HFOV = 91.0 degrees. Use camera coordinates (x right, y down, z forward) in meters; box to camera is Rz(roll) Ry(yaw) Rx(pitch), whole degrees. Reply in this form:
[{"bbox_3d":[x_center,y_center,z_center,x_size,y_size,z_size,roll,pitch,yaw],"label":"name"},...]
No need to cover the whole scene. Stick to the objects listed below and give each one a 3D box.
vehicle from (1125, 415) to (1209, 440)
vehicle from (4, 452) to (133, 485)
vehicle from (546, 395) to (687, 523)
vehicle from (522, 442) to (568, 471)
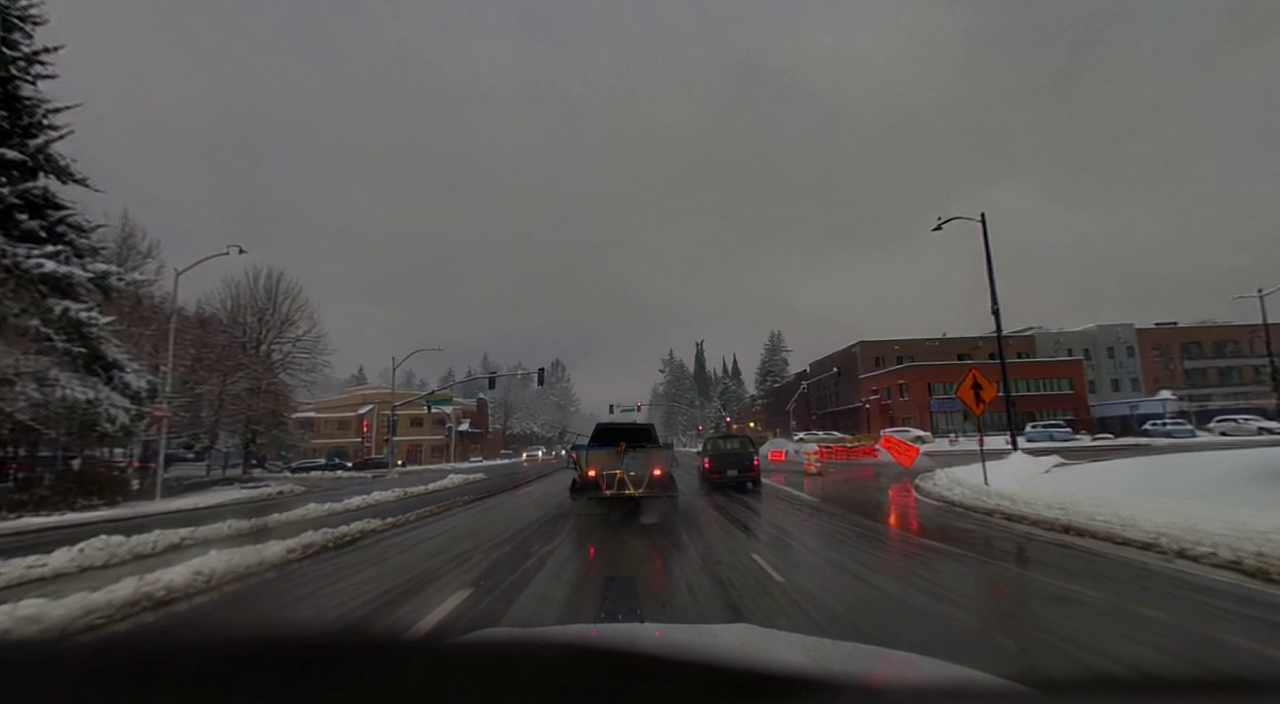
[{"bbox_3d":[39.311,5.622,47.113,4.556,1.639,2.002,-2,-8,34],"label":"vehicle"},{"bbox_3d":[-36.222,7.386,40.033,5.755,1.945,2.403,0,-8,-1],"label":"vehicle"},{"bbox_3d":[-0.451,2.222,13.479,2.350,2.122,5.801,0,-8,-1],"label":"vehicle"},{"bbox_3d":[-6.028,6.657,40.416,2.068,1.750,4.361,-1,-8,3],"label":"vehicle"}]
